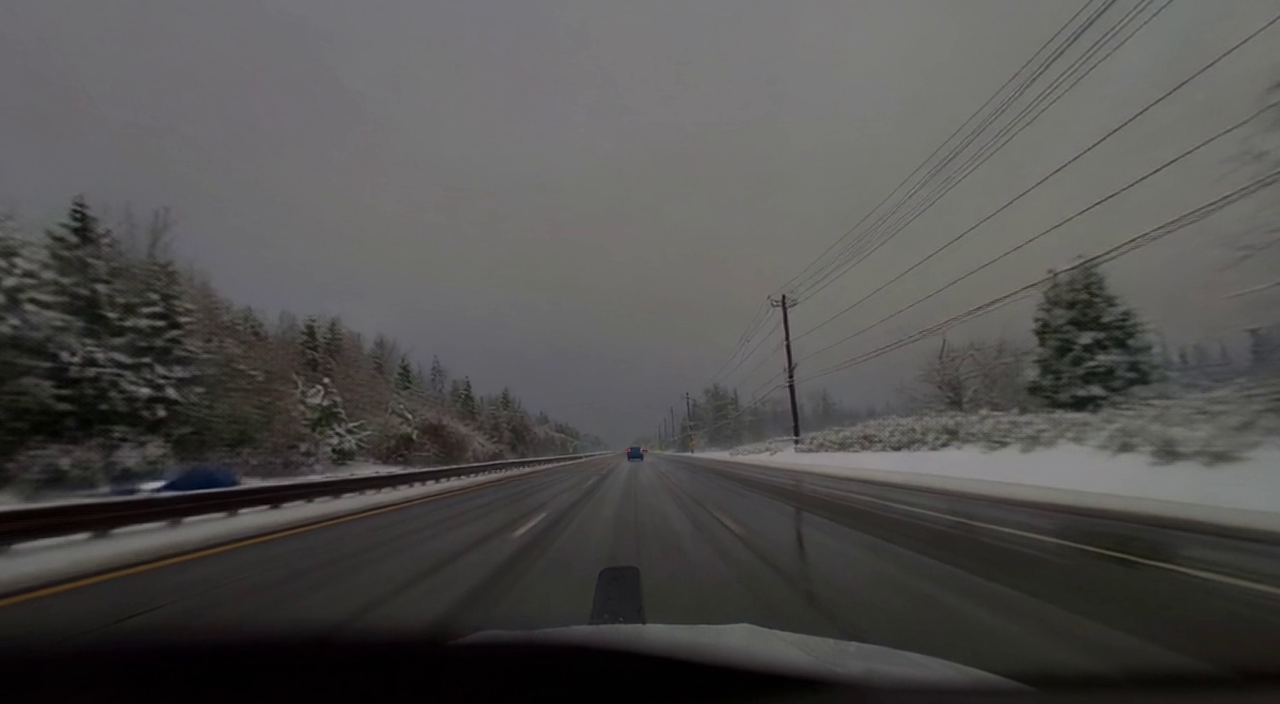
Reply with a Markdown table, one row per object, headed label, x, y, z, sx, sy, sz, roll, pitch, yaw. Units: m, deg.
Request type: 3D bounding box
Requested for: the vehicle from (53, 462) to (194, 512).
| label | x | y | z | sx | sy | sz | roll | pitch | yaw |
| --- | --- | --- | --- | --- | --- | --- | --- | --- | --- |
| vehicle | -20.256 | 5.261 | 25.029 | 1.837 | 1.622 | 4.494 | 0 | -8 | -1 |
